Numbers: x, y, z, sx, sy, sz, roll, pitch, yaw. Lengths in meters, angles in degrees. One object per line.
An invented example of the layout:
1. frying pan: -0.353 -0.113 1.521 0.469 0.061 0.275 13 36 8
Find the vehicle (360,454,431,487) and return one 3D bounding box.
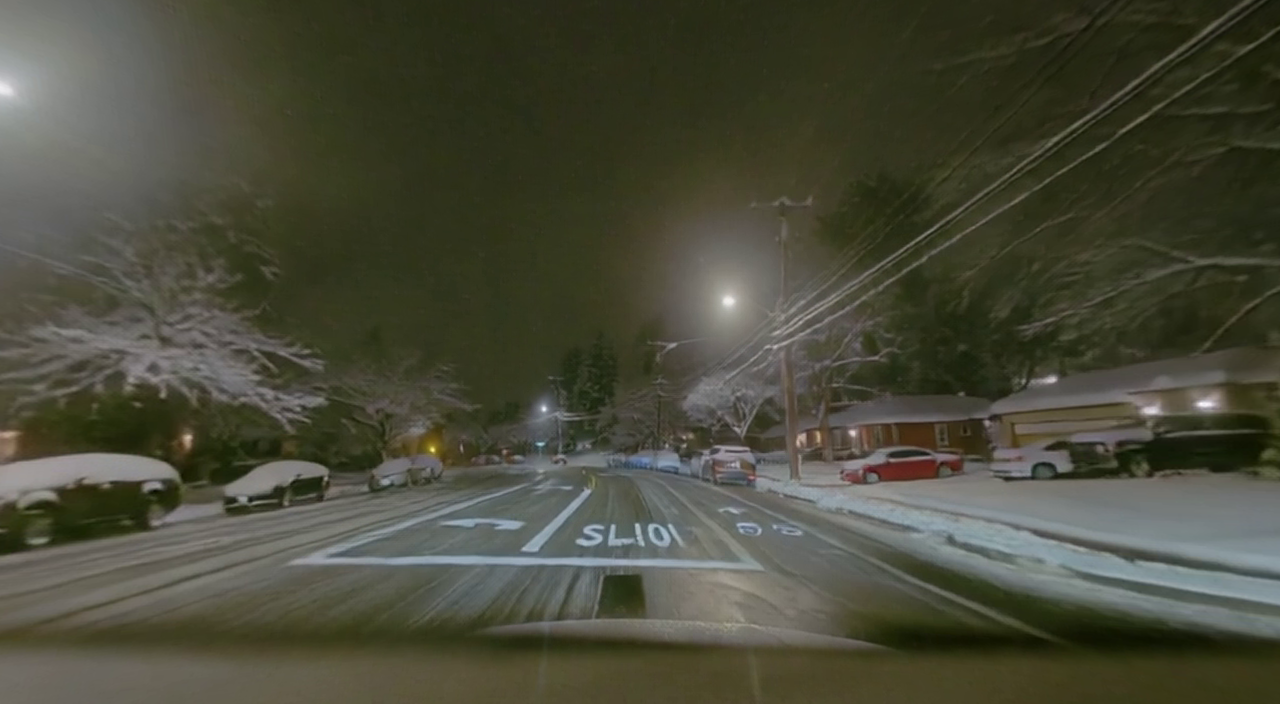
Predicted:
1. vehicle: -12.261 5.967 32.074 2.012 1.478 4.661 1 -9 -4

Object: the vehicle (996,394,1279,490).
1. vehicle: 12.805 2.377 15.918 6.244 2.050 2.209 -9 -13 37

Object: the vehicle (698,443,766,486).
1. vehicle: 4.202 5.217 29.622 2.184 1.770 4.651 2 -9 -4

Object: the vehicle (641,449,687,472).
1. vehicle: 1.751 8.216 48.202 2.367 1.614 4.463 3 -9 -14

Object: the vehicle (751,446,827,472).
1. vehicle: 9.226 6.649 39.337 4.158 1.521 1.921 2 -9 -6

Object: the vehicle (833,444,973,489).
1. vehicle: 10.067 4.394 24.416 4.512 1.477 1.927 -2 -9 -4

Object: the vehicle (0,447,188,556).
1. vehicle: -11.553 2.768 12.381 2.037 1.755 4.434 1 -9 0

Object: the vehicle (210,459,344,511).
1. vehicle: -11.672 4.266 20.730 1.948 1.410 4.361 1 -9 -3
